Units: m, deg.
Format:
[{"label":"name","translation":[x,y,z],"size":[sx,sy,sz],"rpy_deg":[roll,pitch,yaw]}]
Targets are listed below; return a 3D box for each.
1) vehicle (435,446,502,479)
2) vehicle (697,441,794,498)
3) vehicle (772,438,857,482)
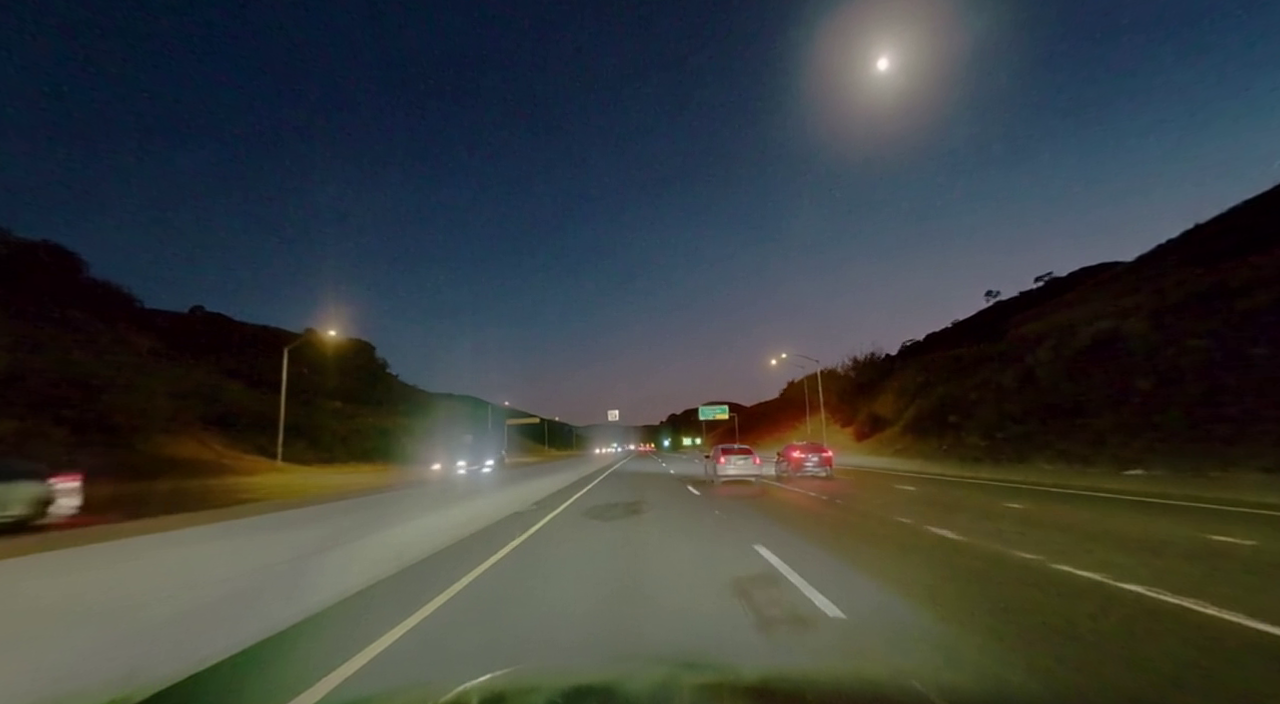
[{"label":"vehicle","translation":[-8.690,5.645,32.403],"size":[2.163,1.544,4.355],"rpy_deg":[0,-8,0]},{"label":"vehicle","translation":[2.874,3.303,18.177],"size":[2.044,1.444,4.216],"rpy_deg":[0,-8,-1]},{"label":"vehicle","translation":[6.719,4.195,24.890],"size":[1.988,1.530,4.777],"rpy_deg":[0,-8,0]}]
